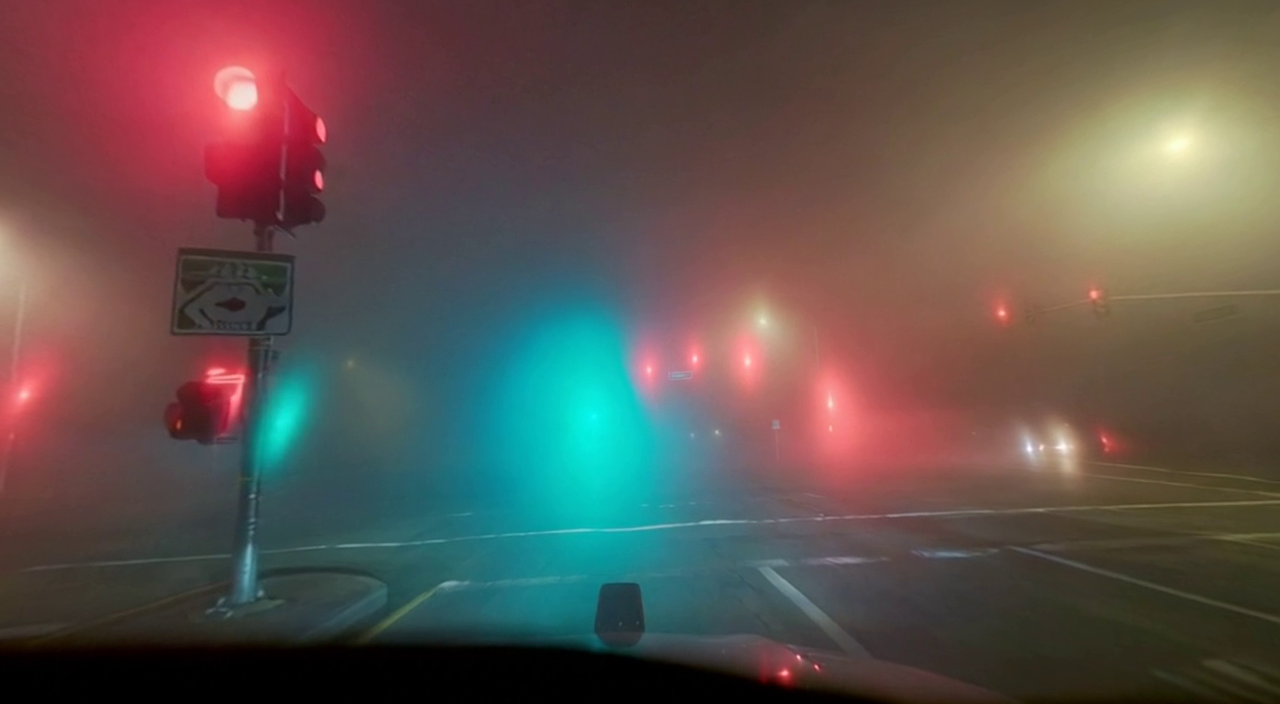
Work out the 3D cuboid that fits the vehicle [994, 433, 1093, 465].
[{"bbox_3d":[22.029,5.298,34.391,4.769,1.634,1.884,3,-9,-18],"label":"vehicle"}]
